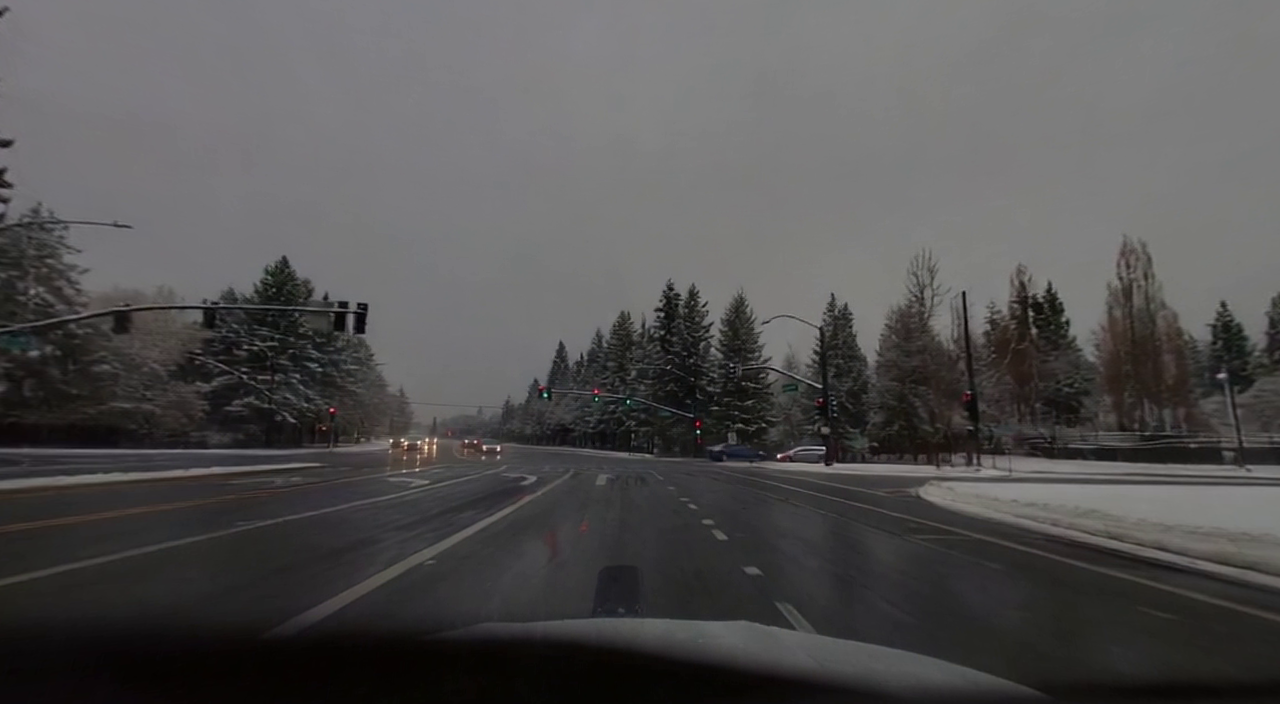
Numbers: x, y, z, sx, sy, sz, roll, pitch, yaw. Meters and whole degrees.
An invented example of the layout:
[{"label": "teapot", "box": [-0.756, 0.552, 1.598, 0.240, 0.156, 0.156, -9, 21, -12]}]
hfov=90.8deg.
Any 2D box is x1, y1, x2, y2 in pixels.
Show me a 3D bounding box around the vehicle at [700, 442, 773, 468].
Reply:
[{"label": "vehicle", "box": [6.680, 7.131, 43.883, 4.605, 1.665, 1.888, 2, -9, -12]}]
